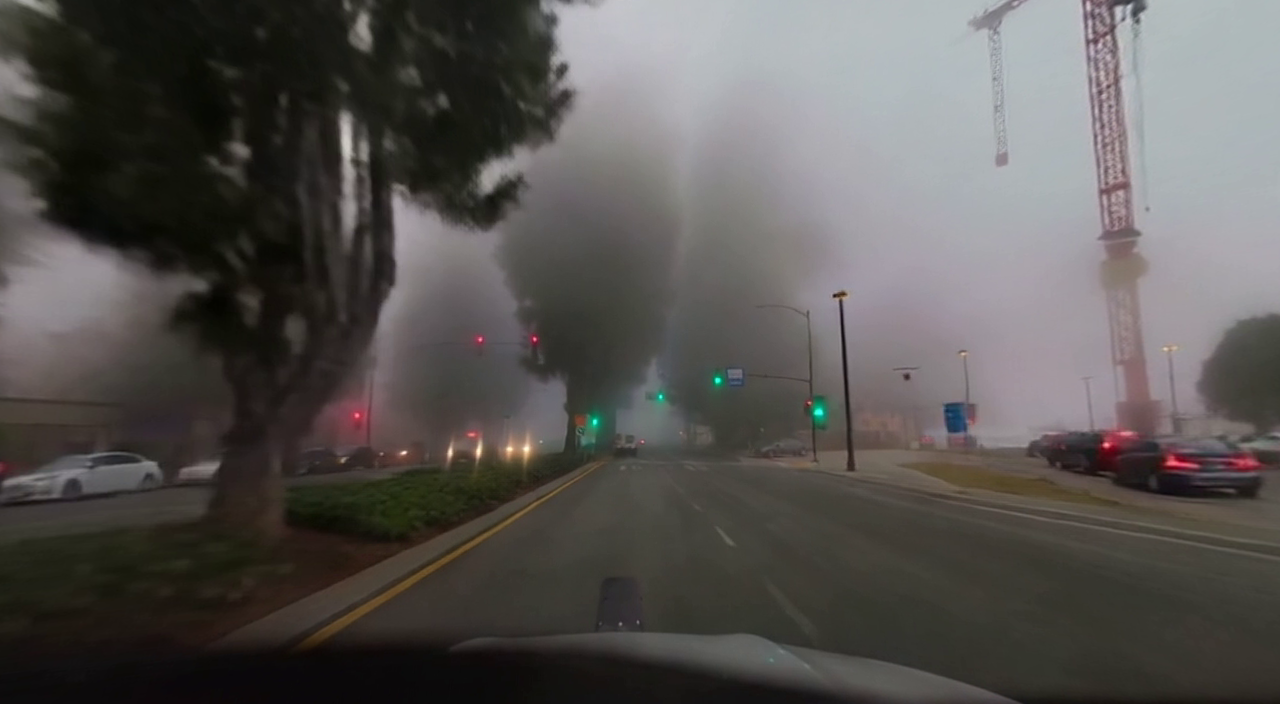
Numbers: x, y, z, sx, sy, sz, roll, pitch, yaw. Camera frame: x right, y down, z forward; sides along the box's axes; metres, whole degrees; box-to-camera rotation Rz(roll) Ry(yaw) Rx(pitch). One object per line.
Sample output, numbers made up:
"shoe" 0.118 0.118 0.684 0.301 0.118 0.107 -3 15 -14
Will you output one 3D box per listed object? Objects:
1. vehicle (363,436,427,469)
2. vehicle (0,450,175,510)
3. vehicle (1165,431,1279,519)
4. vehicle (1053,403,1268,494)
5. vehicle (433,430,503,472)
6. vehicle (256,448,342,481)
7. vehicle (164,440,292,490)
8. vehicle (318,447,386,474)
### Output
"vehicle" -16.621 6.874 43.220 2.190 2.069 5.804 0 -8 -2
"vehicle" -16.427 3.663 18.615 1.780 1.493 4.703 0 -8 1
"vehicle" 12.521 2.323 12.350 1.961 1.485 4.762 -3 -9 21
"vehicle" 15.004 2.887 19.024 2.798 2.168 7.202 -4 -9 21
"vehicle" -8.817 5.141 32.938 2.227 1.956 4.978 0 -8 0
"vehicle" -16.577 5.442 31.002 1.765 1.473 4.423 0 -8 -1
"vehicle" -16.362 4.485 25.452 2.070 1.774 4.549 0 -8 0
"vehicle" -16.673 6.263 36.787 1.804 1.467 4.489 0 -8 0
